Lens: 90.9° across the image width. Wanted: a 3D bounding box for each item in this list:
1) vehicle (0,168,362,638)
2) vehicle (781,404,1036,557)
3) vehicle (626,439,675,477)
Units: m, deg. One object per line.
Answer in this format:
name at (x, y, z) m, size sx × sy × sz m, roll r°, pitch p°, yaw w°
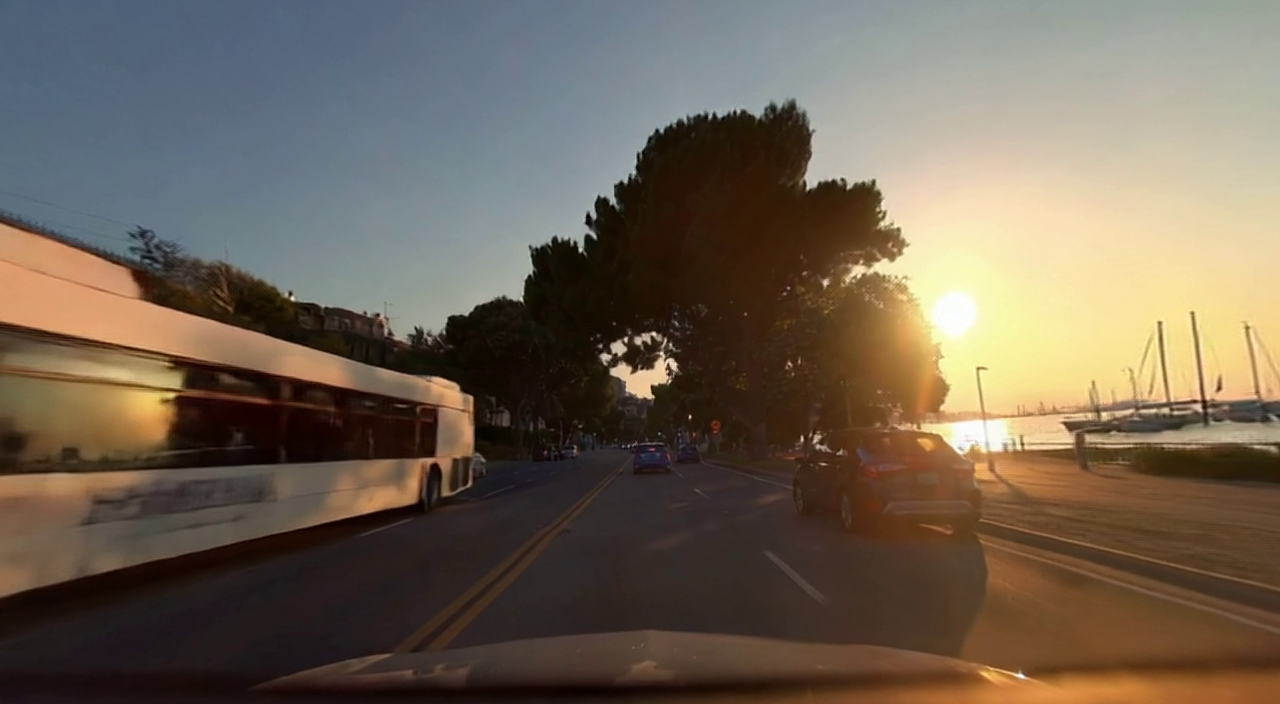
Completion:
vehicle at (-6.372, 0.507, 5.579) m, size 3.102 × 3.524 × 9.830 m, roll 0°, pitch -8°, yaw 1°
vehicle at (3.694, 1.861, 9.771) m, size 2.000 × 1.809 × 4.405 m, roll 0°, pitch -8°, yaw 0°
vehicle at (0.469, 4.908, 29.522) m, size 2.132 × 1.632 × 3.838 m, roll 0°, pitch -8°, yaw 0°
